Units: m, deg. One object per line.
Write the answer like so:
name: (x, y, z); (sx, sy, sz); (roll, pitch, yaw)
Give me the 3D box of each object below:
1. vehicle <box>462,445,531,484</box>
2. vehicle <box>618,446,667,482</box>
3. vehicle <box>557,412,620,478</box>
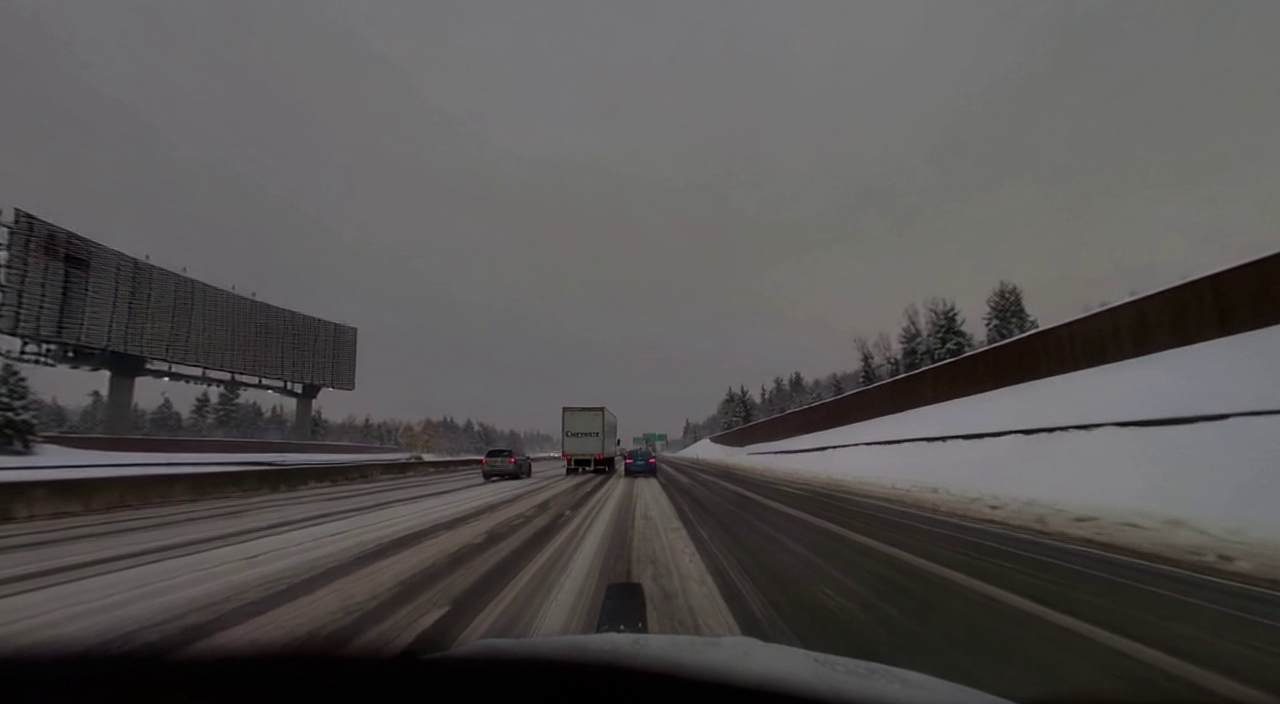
vehicle: (-6.550, 5.189, 29.337); (2.124, 1.674, 4.541); (0, -9, 0)
vehicle: (0.106, 5.250, 29.752); (2.168, 1.597, 3.615); (0, -9, 0)
vehicle: (-2.830, 5.546, 37.412); (2.794, 3.460, 8.595); (0, -9, 1)
